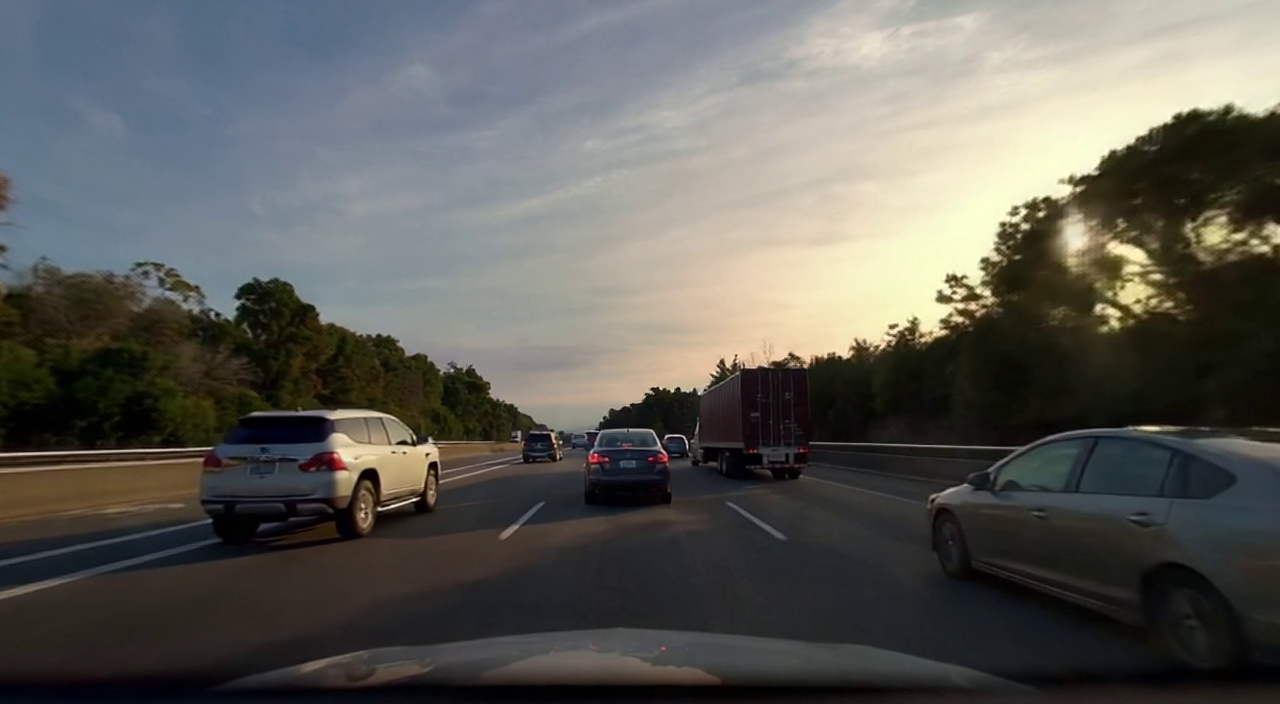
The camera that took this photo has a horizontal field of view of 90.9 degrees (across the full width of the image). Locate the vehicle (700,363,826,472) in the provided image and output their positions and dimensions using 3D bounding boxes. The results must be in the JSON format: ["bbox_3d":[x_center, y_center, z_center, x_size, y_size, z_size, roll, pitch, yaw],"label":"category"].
[{"bbox_3d":[5.352,3.433,31.029,2.888,4.135,14.071,0,-8,-2],"label":"vehicle"}]

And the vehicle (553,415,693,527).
[{"bbox_3d":[-0.293,2.037,11.368,2.083,1.647,3.799,0,-8,-2],"label":"vehicle"}]

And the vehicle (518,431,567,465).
[{"bbox_3d":[-5.010,4.975,32.913,1.971,1.648,3.983,0,-8,0],"label":"vehicle"}]

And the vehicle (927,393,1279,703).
[{"bbox_3d":[3.554,1.049,3.561,1.951,1.477,3.963,0,-8,0],"label":"vehicle"}]

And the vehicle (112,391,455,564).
[{"bbox_3d":[-4.360,1.611,8.884,2.101,1.767,4.702,0,-8,-1],"label":"vehicle"}]
